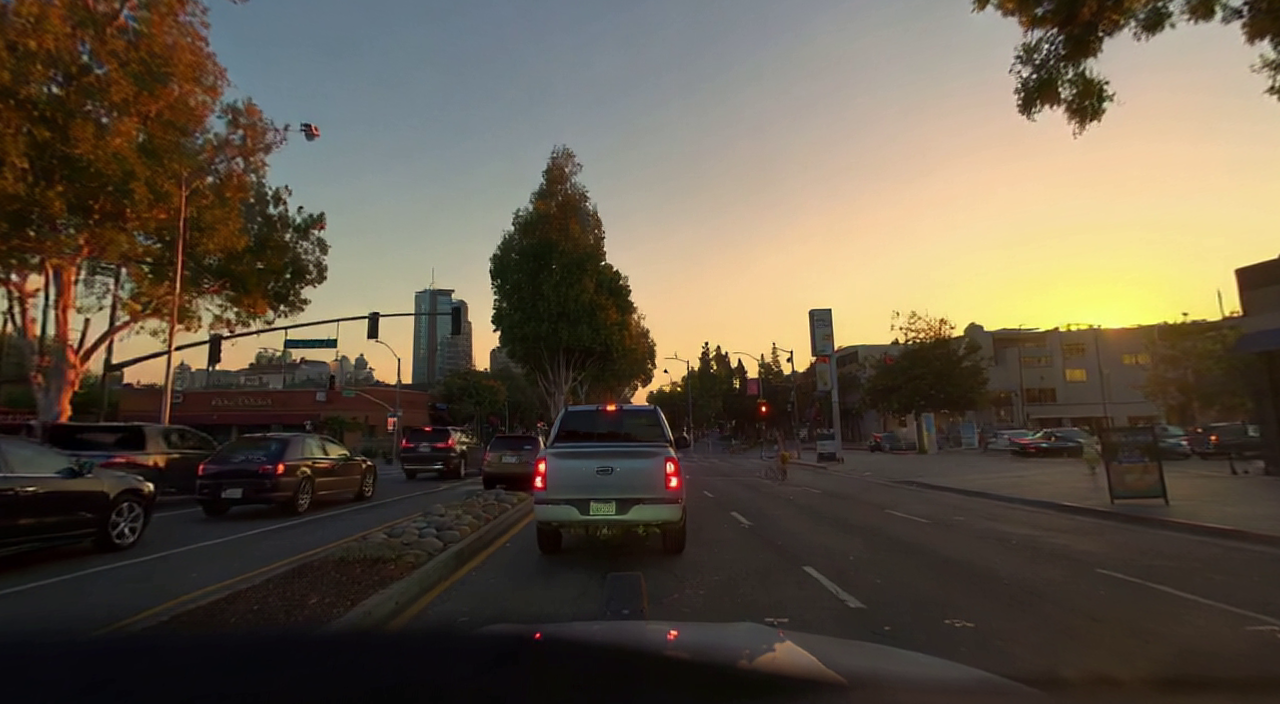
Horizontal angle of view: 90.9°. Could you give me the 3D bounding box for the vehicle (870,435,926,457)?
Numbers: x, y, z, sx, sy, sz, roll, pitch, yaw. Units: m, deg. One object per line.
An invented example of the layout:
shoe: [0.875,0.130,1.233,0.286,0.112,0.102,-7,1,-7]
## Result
vehicle: [20.098,7.326,49.048,4.361,1.653,2.034,6,-11,-37]

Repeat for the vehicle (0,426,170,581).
vehicle: [-6.963,1.420,5.852,1.831,1.451,4.382,0,-8,-1]

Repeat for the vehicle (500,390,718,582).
vehicle: [-0.315,1.596,8.231,2.064,1.817,4.298,0,-8,-1]

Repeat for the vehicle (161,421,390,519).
vehicle: [-7.142,2.358,13.071,1.941,1.655,4.503,0,-8,1]

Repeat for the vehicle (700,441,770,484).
vehicle: [3.425,4.050,23.509,2.023,1.441,4.240,0,-8,1]

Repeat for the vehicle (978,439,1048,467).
vehicle: [20.096,5.409,33.927,3.836,1.443,1.694,5,-10,-35]

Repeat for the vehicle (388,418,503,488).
vehicle: [-6.475,3.438,21.666,2.496,2.112,4.351,0,-8,0]

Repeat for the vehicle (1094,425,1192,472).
vehicle: [19.226,3.666,24.040,4.156,1.622,1.924,7,-11,-38]

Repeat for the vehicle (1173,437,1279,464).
vehicle: [29.718,4.952,31.668,4.176,1.313,1.719,0,-8,2]
